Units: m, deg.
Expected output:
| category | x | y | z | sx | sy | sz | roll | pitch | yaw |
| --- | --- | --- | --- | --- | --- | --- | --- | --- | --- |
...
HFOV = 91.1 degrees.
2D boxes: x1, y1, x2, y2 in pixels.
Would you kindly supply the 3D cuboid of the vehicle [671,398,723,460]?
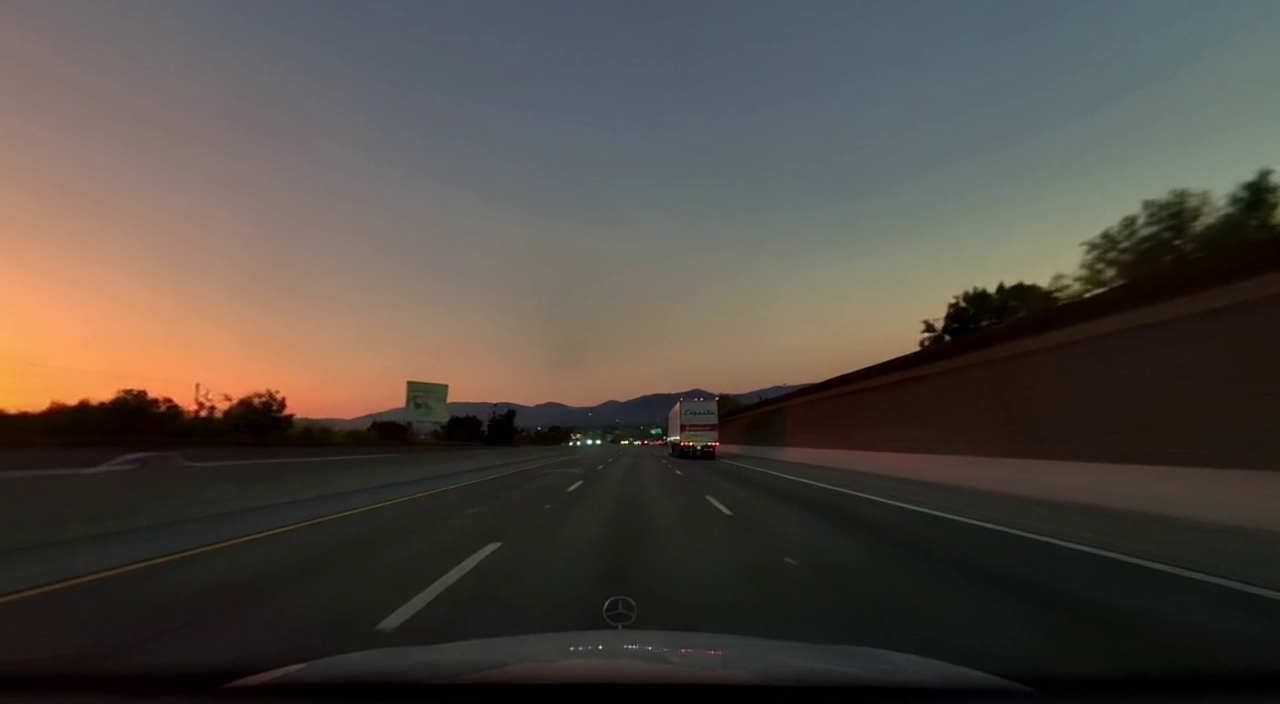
| category | x | y | z | sx | sy | sz | roll | pitch | yaw |
| --- | --- | --- | --- | --- | --- | --- | --- | --- | --- |
| vehicle | 3.894 | 5.615 | 44.997 | 2.840 | 3.947 | 8.920 | 0 | -8 | 0 |
